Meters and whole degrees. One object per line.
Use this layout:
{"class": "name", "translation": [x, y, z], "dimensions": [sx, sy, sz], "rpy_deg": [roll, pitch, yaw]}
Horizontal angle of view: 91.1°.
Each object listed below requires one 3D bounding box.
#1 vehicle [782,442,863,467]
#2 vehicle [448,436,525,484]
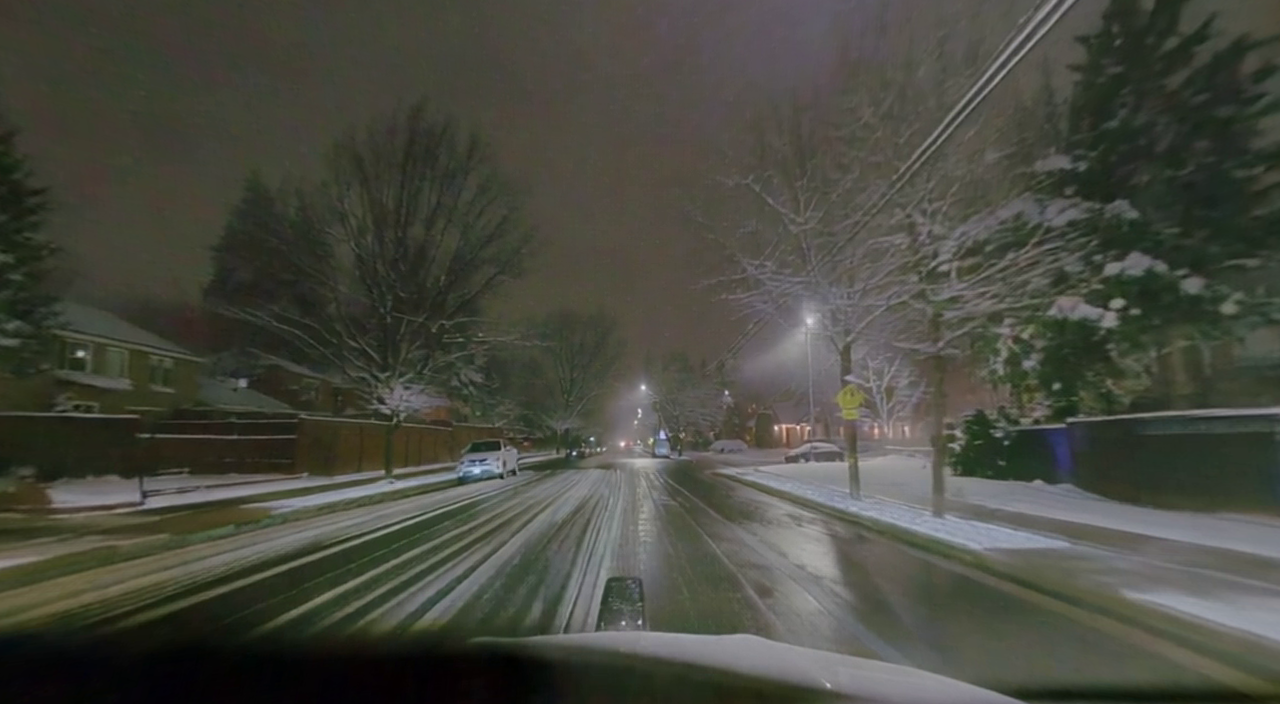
{"class": "vehicle", "translation": [12.160, 6.832, 42.002], "dimensions": [4.708, 1.527, 2.113], "rpy_deg": [0, -8, -9]}
{"class": "vehicle", "translation": [-6.119, 4.343, 25.588], "dimensions": [1.998, 1.742, 4.210], "rpy_deg": [0, -8, 1]}
